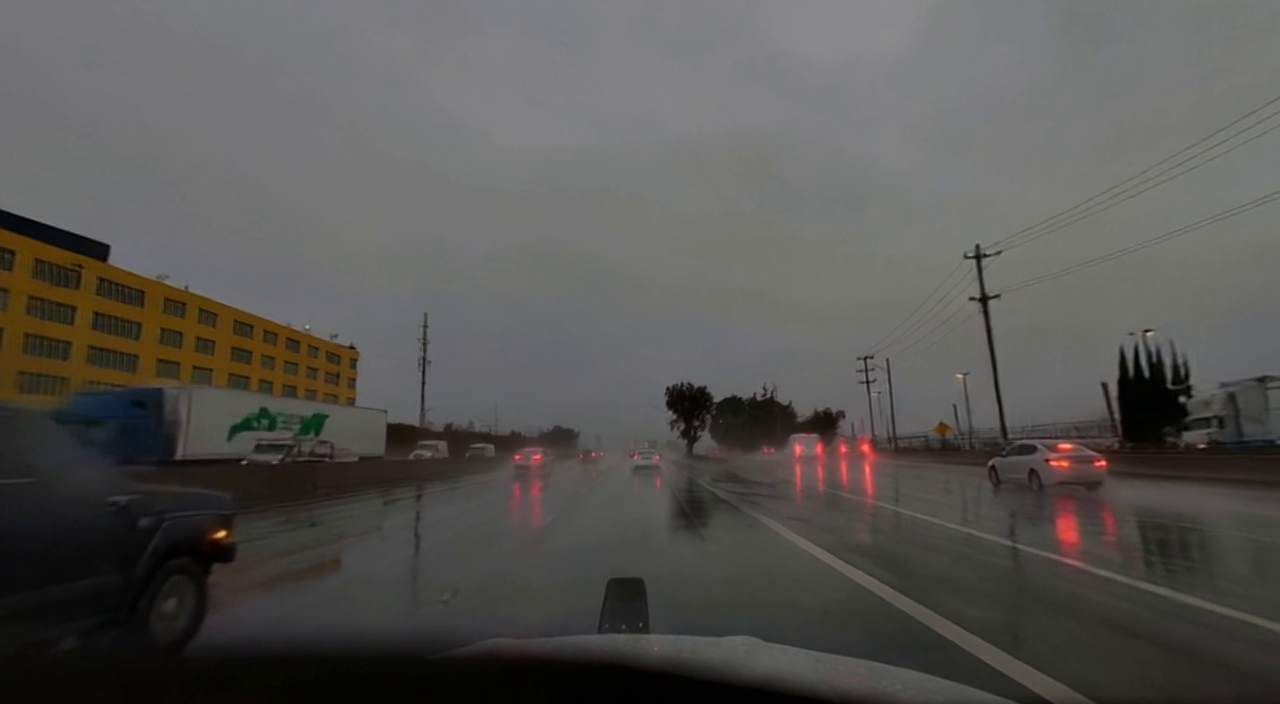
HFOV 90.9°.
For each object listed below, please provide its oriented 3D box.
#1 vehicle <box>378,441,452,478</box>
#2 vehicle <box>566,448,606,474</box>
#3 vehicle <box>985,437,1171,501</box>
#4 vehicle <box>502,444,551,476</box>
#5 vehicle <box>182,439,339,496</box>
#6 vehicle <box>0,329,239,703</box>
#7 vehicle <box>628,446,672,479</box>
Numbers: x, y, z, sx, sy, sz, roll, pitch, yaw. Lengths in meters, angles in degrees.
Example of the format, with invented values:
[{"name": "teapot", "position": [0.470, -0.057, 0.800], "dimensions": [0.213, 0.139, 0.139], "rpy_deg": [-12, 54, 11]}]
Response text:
[{"name": "vehicle", "position": [-13.081, 6.270, 37.174], "dimensions": [2.216, 1.945, 5.942], "rpy_deg": [0, -8, 0]}, {"name": "vehicle", "position": [-3.357, 6.861, 39.899], "dimensions": [2.059, 1.508, 4.662], "rpy_deg": [0, -8, 0]}, {"name": "vehicle", "position": [11.518, 3.072, 17.101], "dimensions": [1.966, 1.484, 4.610], "rpy_deg": [-1, -8, 4]}, {"name": "vehicle", "position": [-7.100, 6.781, 40.018], "dimensions": [2.106, 1.827, 4.814], "rpy_deg": [-1, -8, 1]}, {"name": "vehicle", "position": [-13.103, 3.989, 22.340], "dimensions": [2.249, 1.715, 5.424], "rpy_deg": [0, -8, -1]}, {"name": "vehicle", "position": [-3.893, 0.708, 1.688], "dimensions": [2.250, 1.872, 5.038], "rpy_deg": [-1, -8, 1]}, {"name": "vehicle", "position": [0.462, 5.620, 32.320], "dimensions": [2.107, 1.538, 3.999], "rpy_deg": [0, -8, 0]}]
